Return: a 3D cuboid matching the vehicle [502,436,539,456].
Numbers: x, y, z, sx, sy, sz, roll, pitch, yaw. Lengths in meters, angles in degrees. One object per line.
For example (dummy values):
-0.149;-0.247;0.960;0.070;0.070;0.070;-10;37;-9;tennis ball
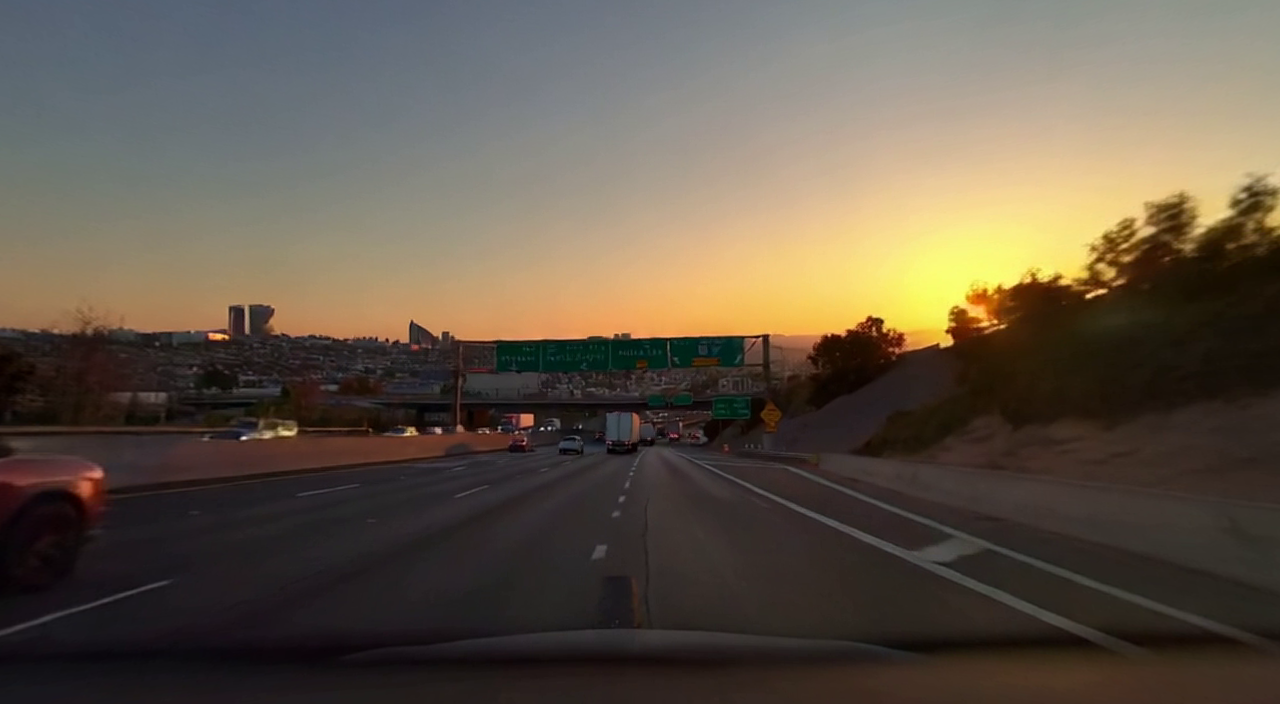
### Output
-9.189;7.259;48.754;1.976;1.413;4.088;0;-8;2;vehicle
